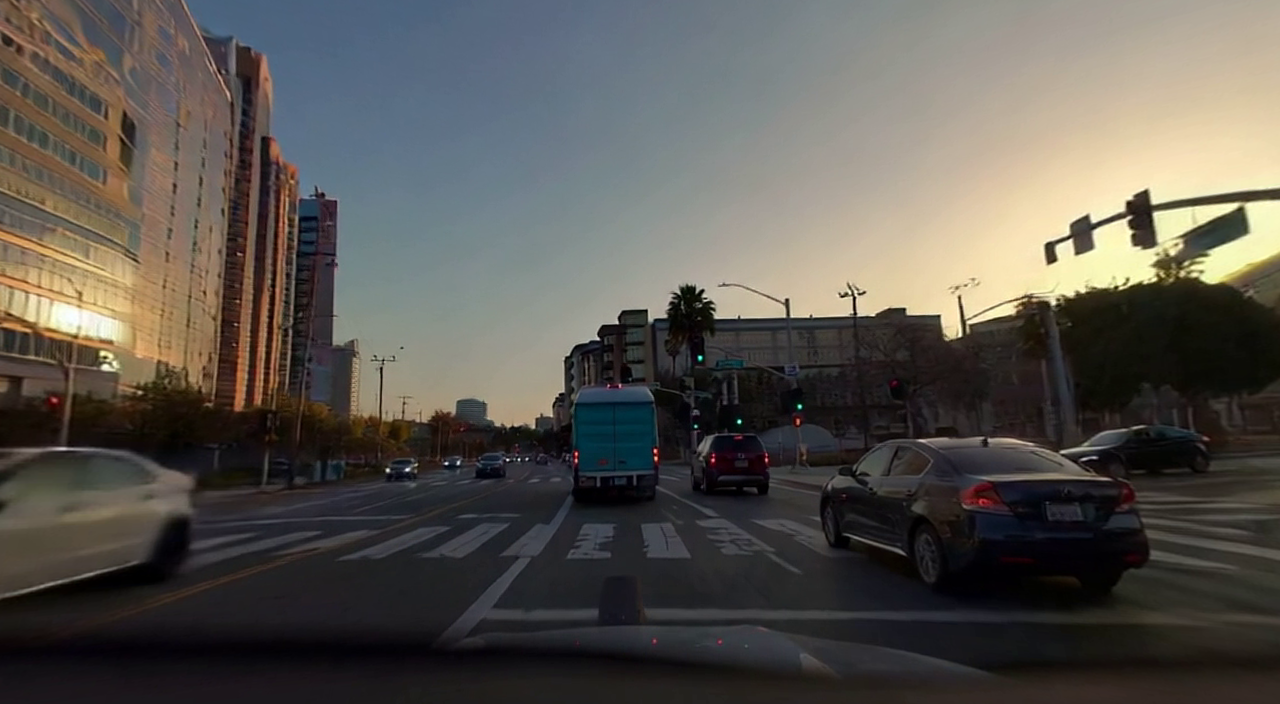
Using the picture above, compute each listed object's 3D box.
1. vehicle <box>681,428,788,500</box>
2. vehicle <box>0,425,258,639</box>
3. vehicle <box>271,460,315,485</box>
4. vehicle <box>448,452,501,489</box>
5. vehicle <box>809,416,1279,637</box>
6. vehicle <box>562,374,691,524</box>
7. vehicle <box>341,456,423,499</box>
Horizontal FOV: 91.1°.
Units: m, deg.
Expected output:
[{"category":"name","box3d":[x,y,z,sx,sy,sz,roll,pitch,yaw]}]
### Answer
[{"category":"vehicle","box3d":[2.805,3.510,20.166,2.157,1.944,5.423,1,-9,-5]},{"category":"vehicle","box3d":[-5.612,1.480,5.650,1.878,1.540,3.939,0,-9,-1]},{"category":"vehicle","box3d":[-26.671,9.244,48.375,1.974,1.597,4.606,1,-9,-17]},{"category":"vehicle","box3d":[-7.802,5.589,29.975,1.810,1.546,3.981,1,-9,-6]},{"category":"vehicle","box3d":[3.481,1.552,6.720,1.978,1.507,4.636,0,-9,-1]},{"category":"vehicle","box3d":[-0.542,2.353,15.517,2.517,2.926,6.177,1,-9,-5]},{"category":"vehicle","box3d":[-10.611,5.133,26.154,1.983,1.543,4.188,1,-9,-6]}]
